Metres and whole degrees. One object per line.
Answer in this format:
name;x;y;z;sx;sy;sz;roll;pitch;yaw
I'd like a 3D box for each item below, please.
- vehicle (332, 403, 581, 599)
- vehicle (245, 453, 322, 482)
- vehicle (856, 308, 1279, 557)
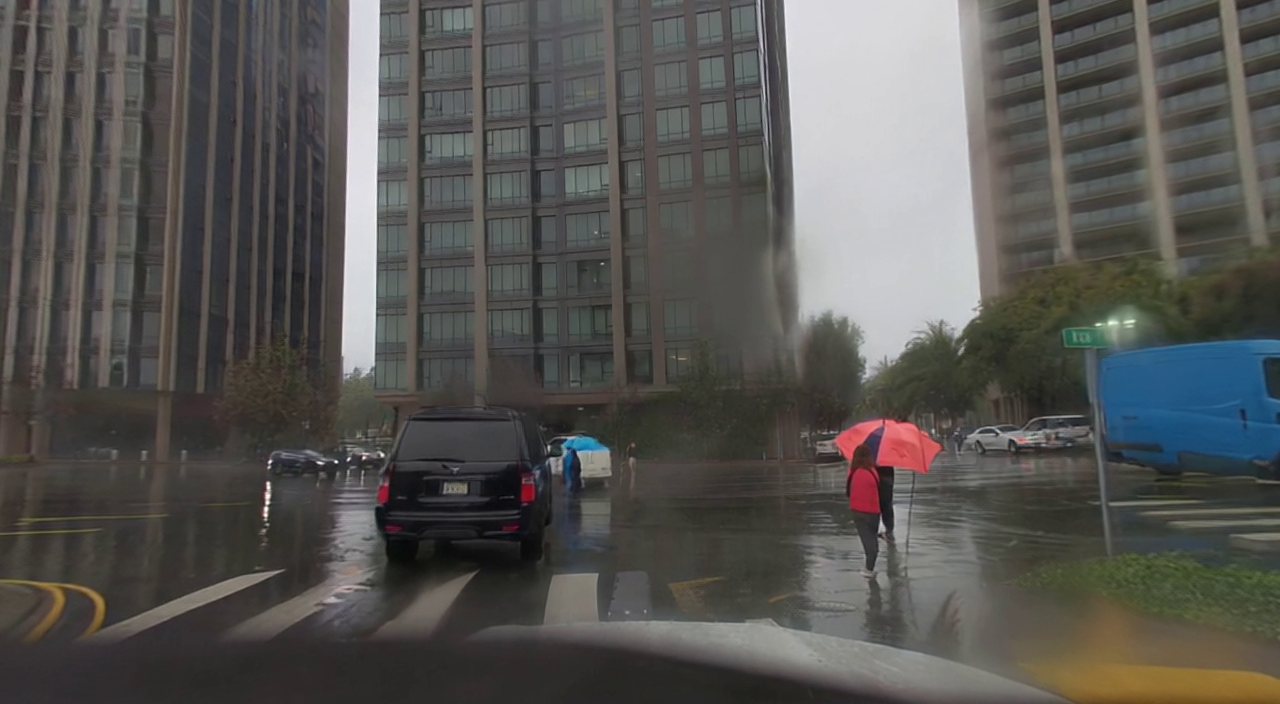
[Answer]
vehicle;-1.836;1.645;7.822;2.144;1.733;4.115;1;-8;-5
vehicle;-19.454;6.290;34.512;3.467;1.456;1.649;4;-9;-24
vehicle;6.770;1.038;8.236;6.932;2.753;2.446;0;-8;1
